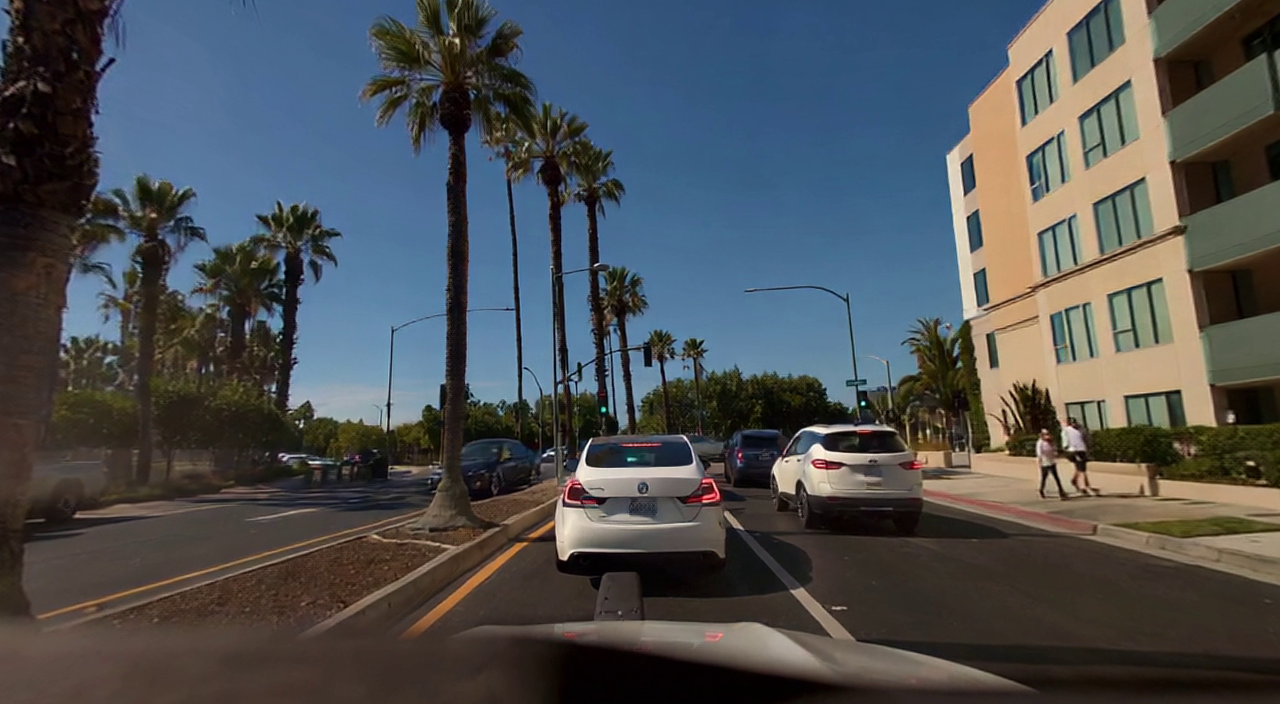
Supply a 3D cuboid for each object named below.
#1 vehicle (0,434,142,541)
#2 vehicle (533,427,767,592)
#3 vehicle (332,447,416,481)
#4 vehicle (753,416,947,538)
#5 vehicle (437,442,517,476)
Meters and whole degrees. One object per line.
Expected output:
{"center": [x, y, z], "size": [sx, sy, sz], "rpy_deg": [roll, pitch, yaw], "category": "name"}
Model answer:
{"center": [-13.062, 2.718, 12.294], "size": [2.240, 1.964, 5.707], "rpy_deg": [-6, -8, 0], "category": "vehicle"}
{"center": [0.133, 1.712, 7.708], "size": [2.088, 1.452, 3.993], "rpy_deg": [0, -8, 1], "category": "vehicle"}
{"center": [-13.194, 5.558, 31.682], "size": [1.965, 1.507, 4.725], "rpy_deg": [-1, -8, 3], "category": "vehicle"}
{"center": [3.394, 2.109, 11.254], "size": [2.003, 1.733, 4.319], "rpy_deg": [0, -8, 1], "category": "vehicle"}
{"center": [-7.348, 4.860, 28.948], "size": [1.898, 1.439, 4.540], "rpy_deg": [-1, -8, 8], "category": "vehicle"}
